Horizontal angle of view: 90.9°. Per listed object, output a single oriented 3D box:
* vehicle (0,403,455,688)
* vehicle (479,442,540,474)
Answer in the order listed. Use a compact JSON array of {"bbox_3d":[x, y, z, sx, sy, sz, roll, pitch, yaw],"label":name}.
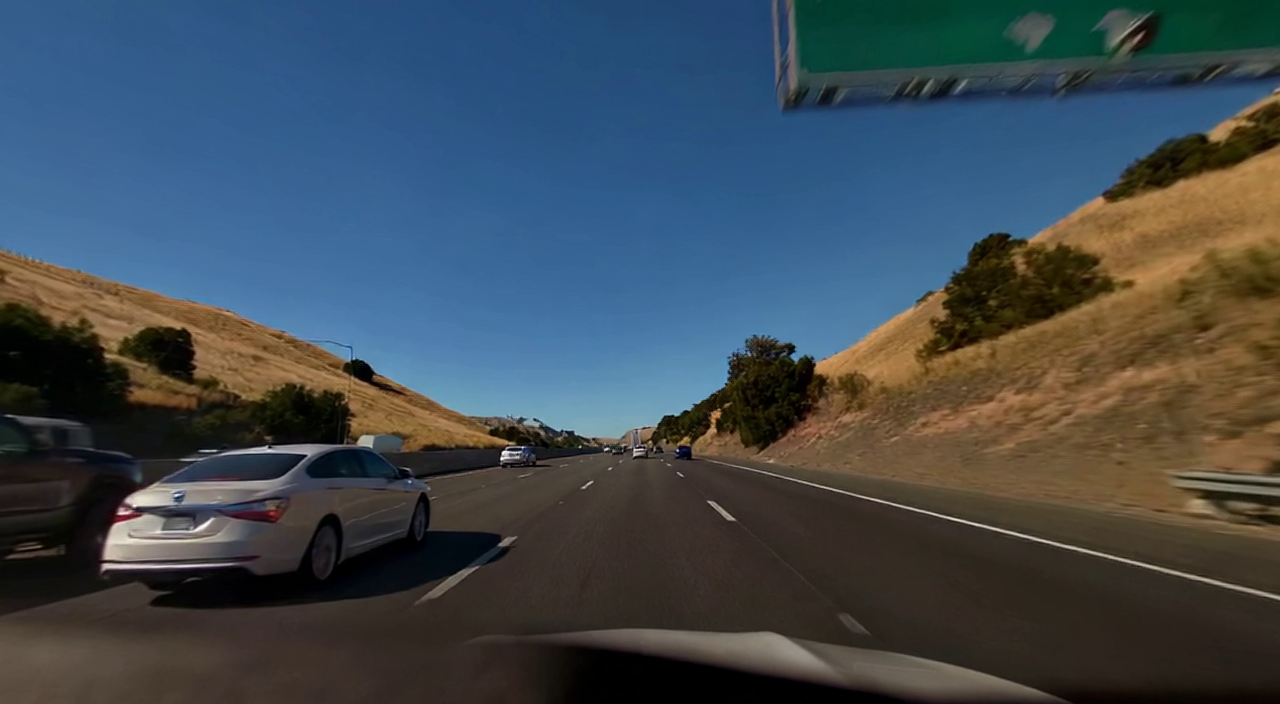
[{"bbox_3d":[-3.497,1.399,5.808,2.091,1.552,4.516,0,-8,2],"label":"vehicle"},{"bbox_3d":[-6.800,5.576,33.503,2.047,1.532,4.980,0,-8,1],"label":"vehicle"}]
